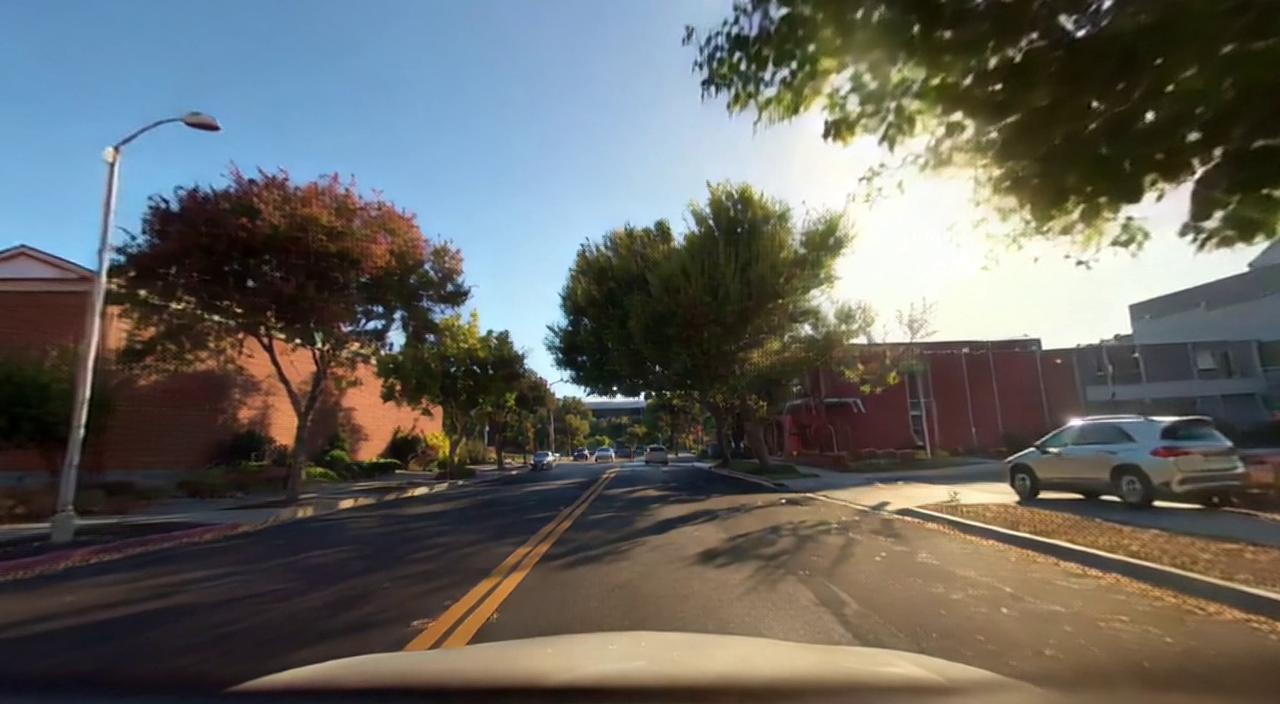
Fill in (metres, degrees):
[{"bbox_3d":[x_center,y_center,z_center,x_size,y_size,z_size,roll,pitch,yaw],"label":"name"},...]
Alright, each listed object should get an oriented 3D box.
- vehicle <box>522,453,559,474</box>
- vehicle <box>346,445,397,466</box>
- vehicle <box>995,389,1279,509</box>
[{"bbox_3d":[-7.111,8.004,45.423,1.930,1.463,4.195,0,-9,0],"label":"vehicle"},{"bbox_3d":[-21.219,8.223,49.993,1.906,1.596,4.599,0,-9,1],"label":"vehicle"},{"bbox_3d":[9.258,1.939,12.142,2.018,1.840,4.662,0,-11,0],"label":"vehicle"}]
